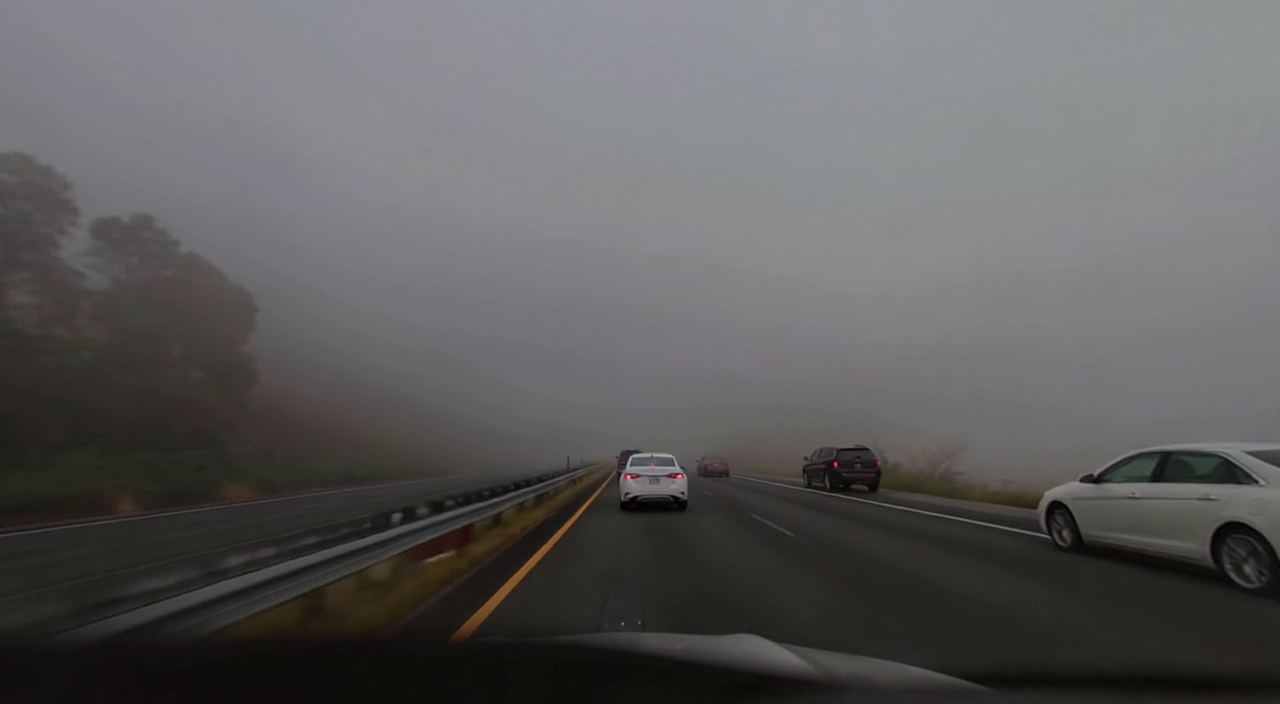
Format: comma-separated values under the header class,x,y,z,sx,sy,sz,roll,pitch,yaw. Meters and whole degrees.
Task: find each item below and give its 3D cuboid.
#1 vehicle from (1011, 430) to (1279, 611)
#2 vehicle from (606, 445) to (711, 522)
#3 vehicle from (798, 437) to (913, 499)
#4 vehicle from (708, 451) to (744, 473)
class,x,y,z,sx,sy,sz,roll,pitch,yaw
vehicle,6.270,1.644,6.807,1.965,1.484,4.090,0,-9,-1
vehicle,0.347,2.911,14.421,2.076,1.485,3.774,0,-9,0
vehicle,6.533,3.577,19.714,1.980,1.702,4.235,0,-9,-1
vehicle,6.065,7.802,44.839,1.921,1.451,3.841,0,-9,-2
